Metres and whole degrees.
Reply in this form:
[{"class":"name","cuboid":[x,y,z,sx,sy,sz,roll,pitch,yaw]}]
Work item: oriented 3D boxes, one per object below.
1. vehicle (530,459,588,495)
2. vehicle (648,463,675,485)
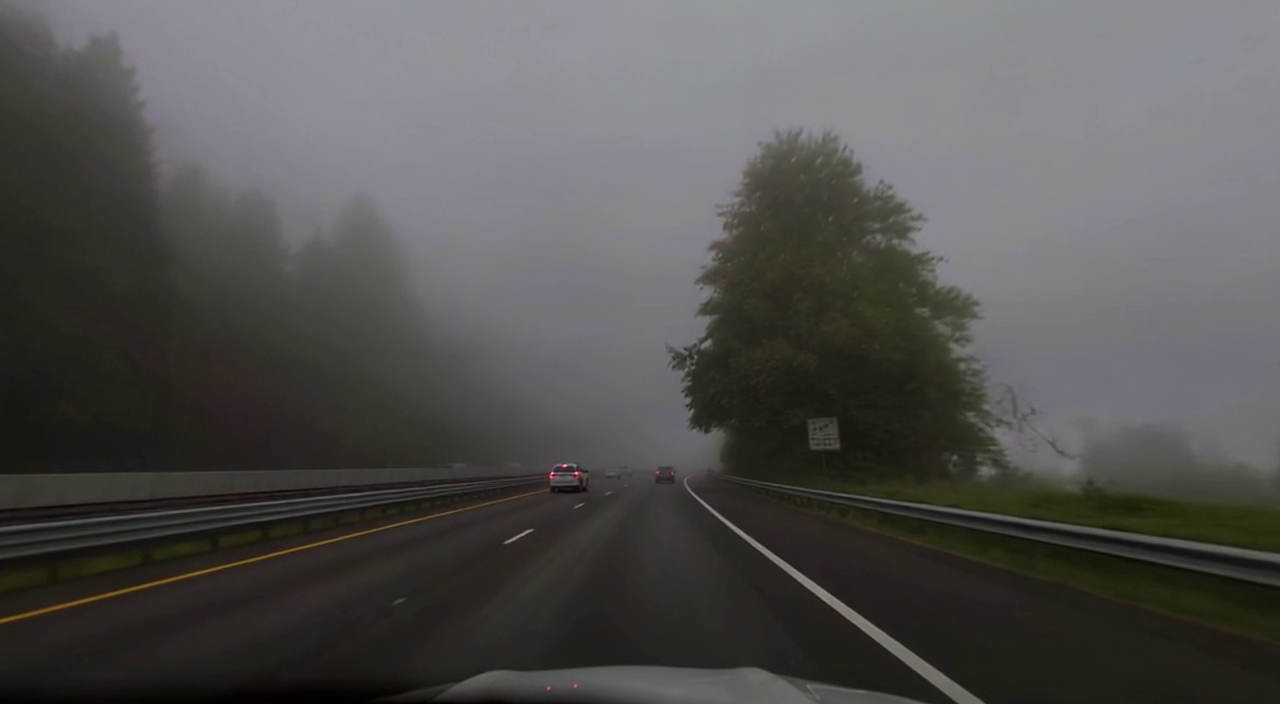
[{"class":"vehicle","cuboid":[-3.810,6.034,30.529,2.063,1.556,4.740,1,-10,1]},{"class":"vehicle","cuboid":[1.646,9.461,49.054,2.000,1.594,3.996,1,-10,2]}]
